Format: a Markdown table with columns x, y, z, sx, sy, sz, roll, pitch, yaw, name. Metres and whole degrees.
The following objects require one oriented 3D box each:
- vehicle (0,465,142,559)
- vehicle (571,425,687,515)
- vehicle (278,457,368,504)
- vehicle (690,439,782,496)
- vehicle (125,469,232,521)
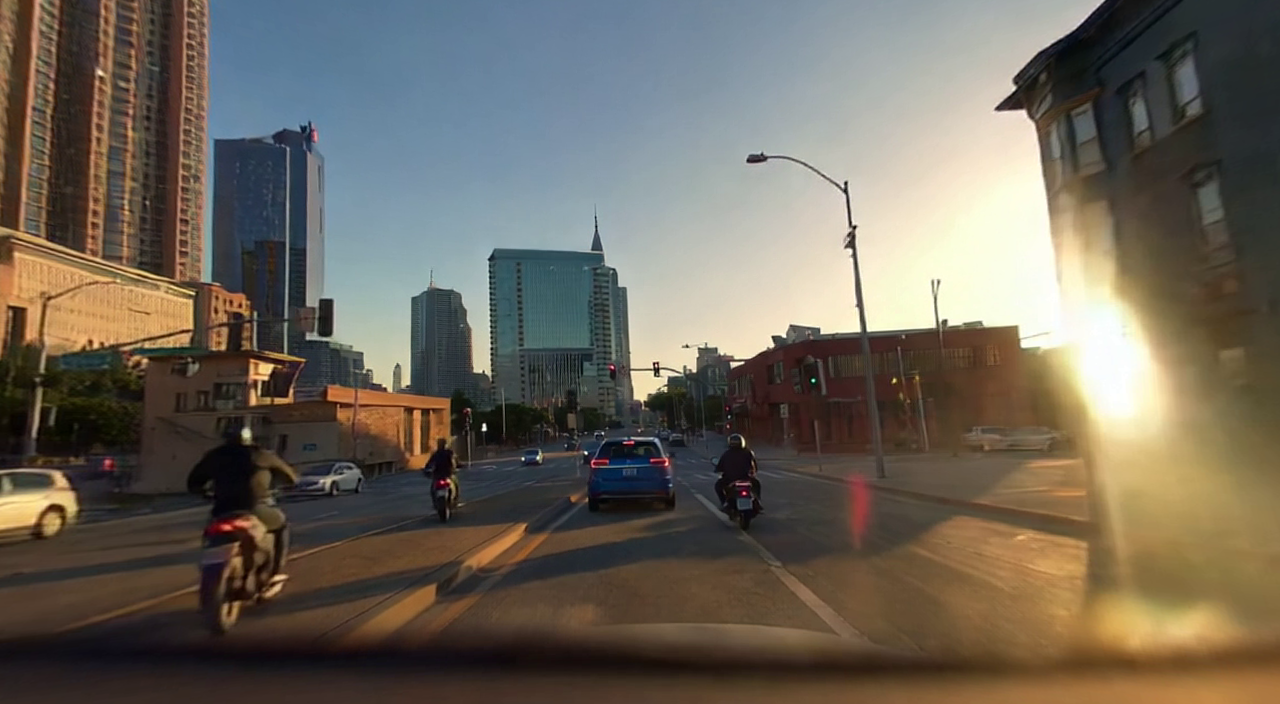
| x | y | z | sx | sy | sz | roll | pitch | yaw | name |
| --- | --- | --- | --- | --- | --- | --- | --- | --- | --- |
| -13.672 | 3.418 | 13.751 | 1.926 | 1.732 | 4.635 | 0 | -9 | -2 | vehicle |
| -0.200 | 2.641 | 14.508 | 2.265 | 1.748 | 4.130 | 0 | -9 | 1 | vehicle |
| -13.519 | 5.464 | 27.218 | 1.871 | 1.786 | 4.386 | 0 | -9 | -4 | vehicle |
| 2.769 | 3.466 | 19.243 | 2.101 | 1.507 | 4.355 | 0 | -9 | 0 | vehicle |
| -18.521 | 5.715 | 25.582 | 2.032 | 1.701 | 4.475 | 2 | -9 | -17 | vehicle |
